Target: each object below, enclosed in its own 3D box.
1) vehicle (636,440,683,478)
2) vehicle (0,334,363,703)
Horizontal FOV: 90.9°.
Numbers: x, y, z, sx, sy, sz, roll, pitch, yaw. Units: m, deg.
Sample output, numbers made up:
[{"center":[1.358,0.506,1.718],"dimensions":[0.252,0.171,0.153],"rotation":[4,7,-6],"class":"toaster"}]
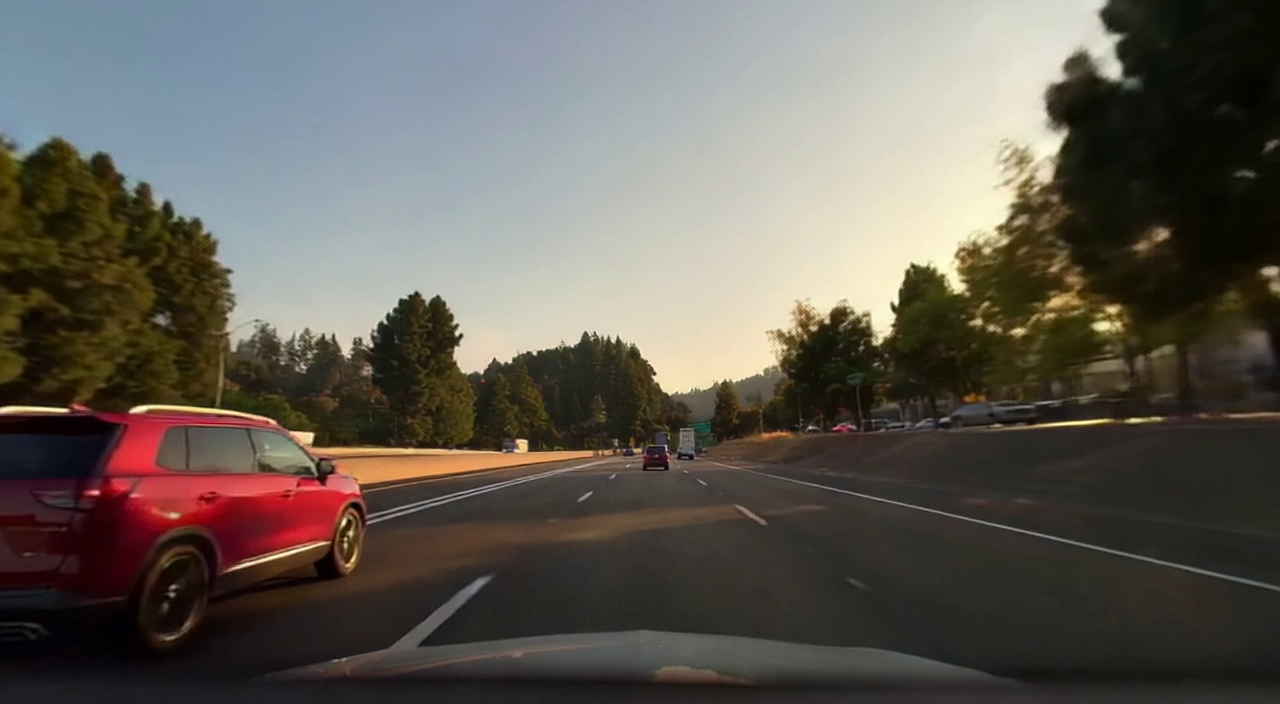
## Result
[{"center":[0.899,5.117,30.305],"dimensions":[2.087,1.682,4.388],"rotation":[0,-9,0],"class":"vehicle"},{"center":[-3.762,0.995,3.647],"dimensions":[2.139,1.804,4.611],"rotation":[0,-9,1],"class":"vehicle"}]
